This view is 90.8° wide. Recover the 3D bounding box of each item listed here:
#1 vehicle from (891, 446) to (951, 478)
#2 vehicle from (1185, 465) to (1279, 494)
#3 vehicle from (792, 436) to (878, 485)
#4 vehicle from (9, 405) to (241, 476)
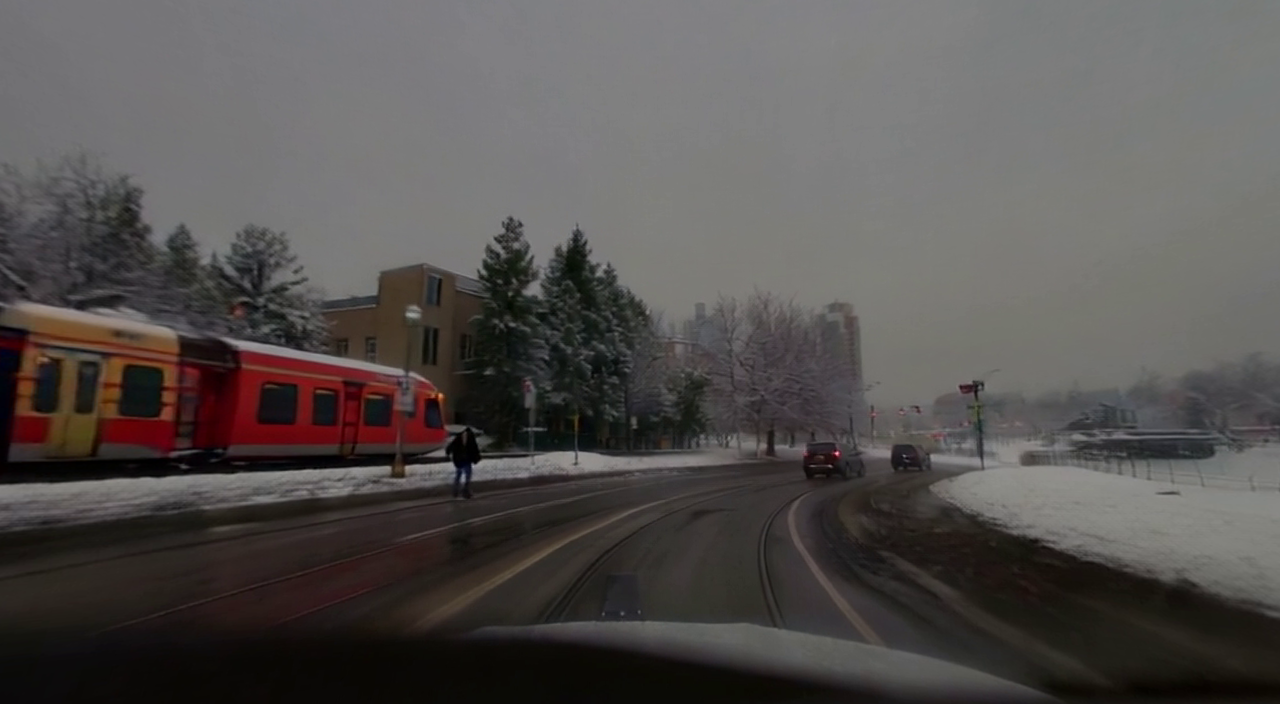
[{"bbox_3d":[16.951,6.562,38.025,2.010,1.725,4.320,-7,-11,40],"label":"vehicle"},{"bbox_3d":[33.244,7.062,35.030,4.118,1.477,1.691,-1,-9,10],"label":"vehicle"},{"bbox_3d":[7.928,4.307,25.421,2.263,1.765,4.237,-5,-10,31],"label":"vehicle"},{"bbox_3d":[-29.873,5.334,38.031,2.931,3.569,12.284,-1,-8,4],"label":"vehicle"}]
